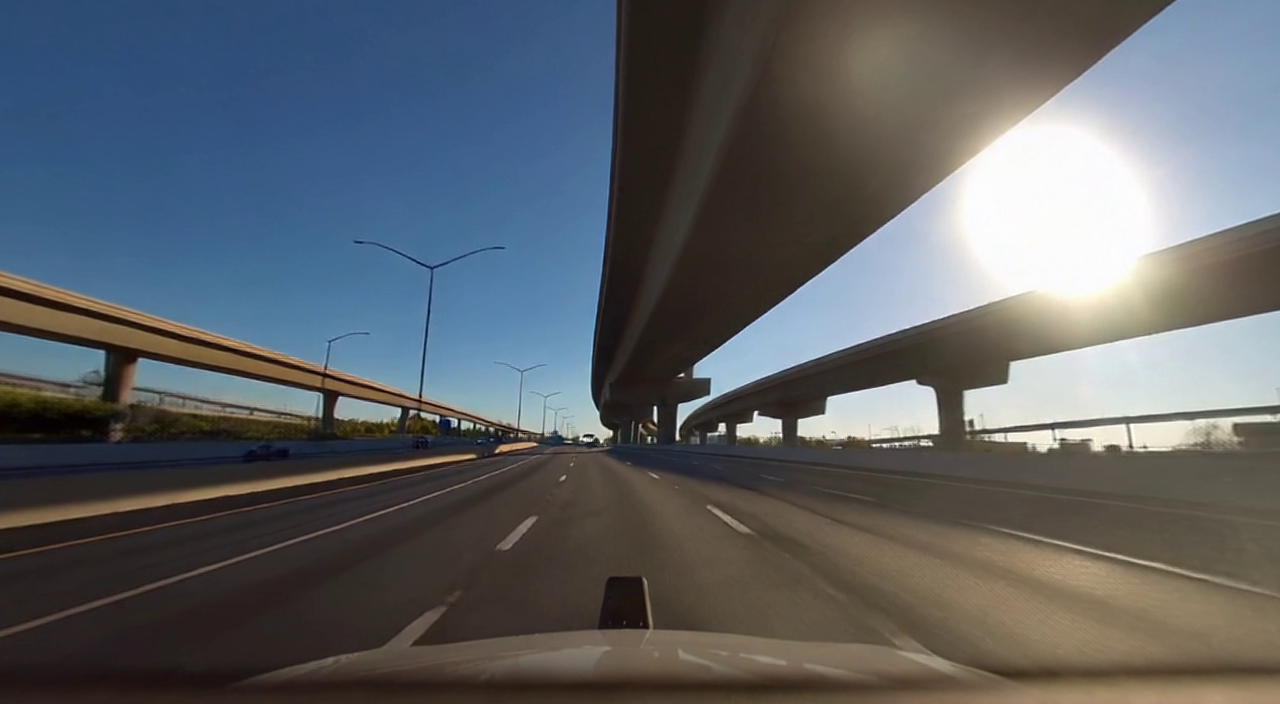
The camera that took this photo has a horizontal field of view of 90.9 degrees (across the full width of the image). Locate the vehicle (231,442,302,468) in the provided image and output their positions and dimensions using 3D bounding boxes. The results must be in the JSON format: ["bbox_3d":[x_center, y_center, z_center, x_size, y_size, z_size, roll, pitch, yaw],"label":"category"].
[{"bbox_3d":[-23.321,6.413,39.566,1.886,1.529,4.589,0,-8,-4],"label":"vehicle"}]
